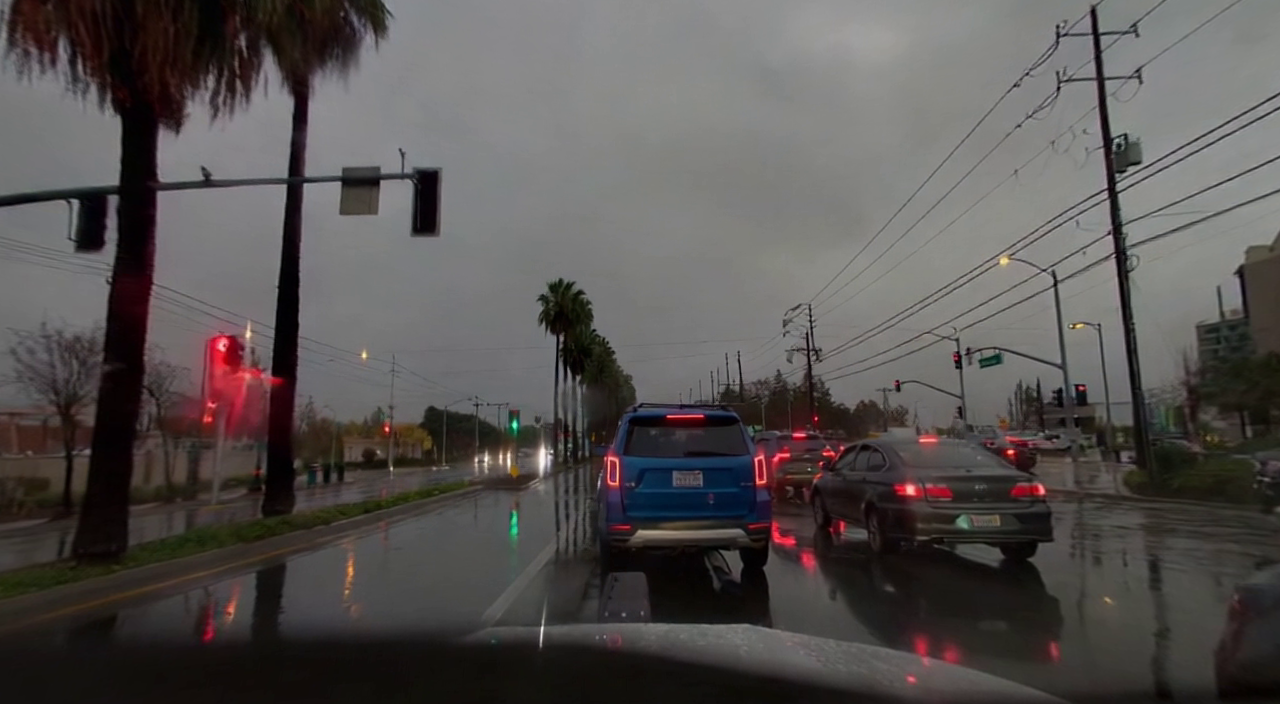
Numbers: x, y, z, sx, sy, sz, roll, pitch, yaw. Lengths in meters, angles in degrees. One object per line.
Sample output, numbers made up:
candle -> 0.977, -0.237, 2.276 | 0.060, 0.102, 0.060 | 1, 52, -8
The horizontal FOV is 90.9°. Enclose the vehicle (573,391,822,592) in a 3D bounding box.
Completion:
vehicle -> 0.453, 1.573, 7.867 | 2.228, 1.780, 4.269 | 0, -9, -2

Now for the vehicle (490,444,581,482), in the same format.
vehicle -> -4.926, 5.116, 29.372 | 4.415, 1.628, 1.964 | -9, -12, 44

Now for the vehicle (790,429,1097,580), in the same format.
vehicle -> 3.498, 1.824, 8.371 | 1.895, 1.456, 4.255 | 0, -9, -1

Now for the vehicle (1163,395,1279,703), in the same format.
vehicle -> 3.359, 0.656, 0.715 | 1.805, 1.485, 4.348 | 0, -9, 1
